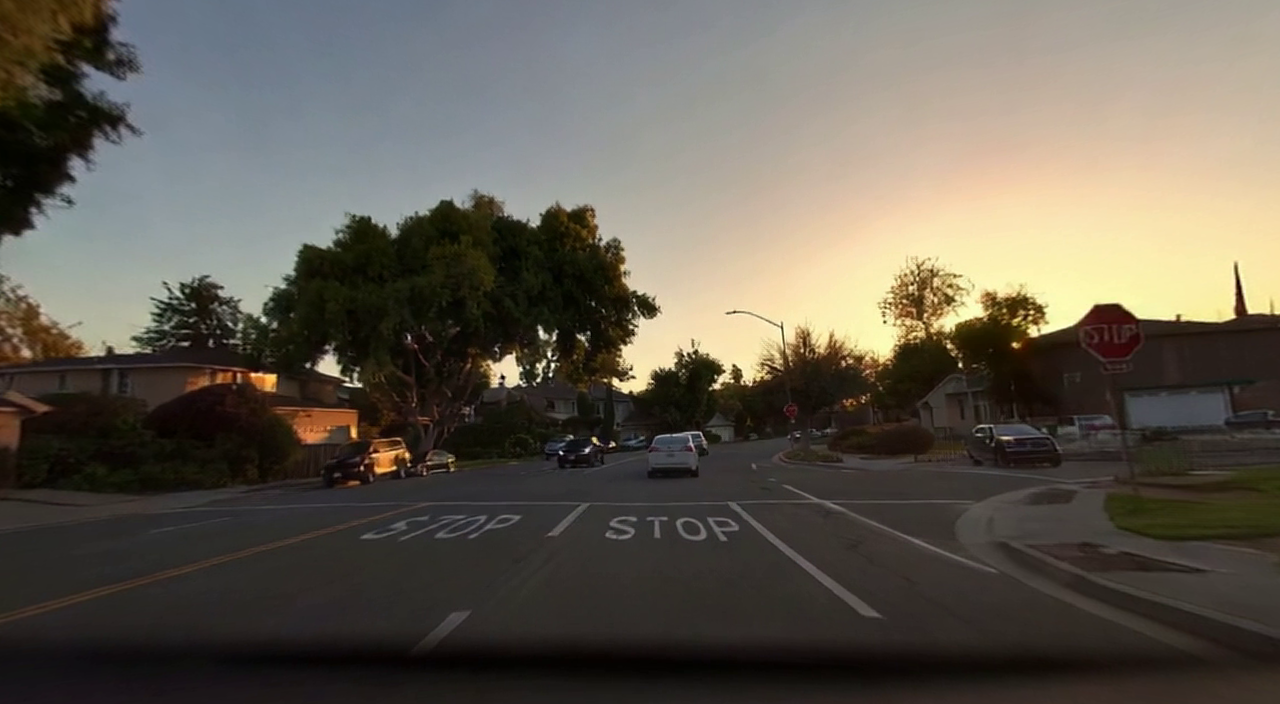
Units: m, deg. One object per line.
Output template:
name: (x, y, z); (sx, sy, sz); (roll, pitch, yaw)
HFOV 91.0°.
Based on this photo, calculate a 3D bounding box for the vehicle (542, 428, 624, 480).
vehicle: (-1.959, 3.716, 23.125); (2.178, 1.695, 4.339); (-1, -8, 6)

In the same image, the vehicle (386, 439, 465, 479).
vehicle: (-11.174, 5.630, 33.173); (2.076, 1.864, 4.730); (-4, -10, 6)

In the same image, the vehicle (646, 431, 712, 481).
vehicle: (1.362, 3.432, 20.967); (1.955, 1.459, 4.383); (-1, -8, 5)

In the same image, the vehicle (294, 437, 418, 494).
vehicle: (-12.114, 4.833, 27.442); (2.191, 1.980, 5.888); (-5, -7, 6)

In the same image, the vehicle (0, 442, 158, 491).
vehicle: (-22.492, 4.551, 25.235); (4.641, 1.808, 2.138); (-2, -8, 5)
